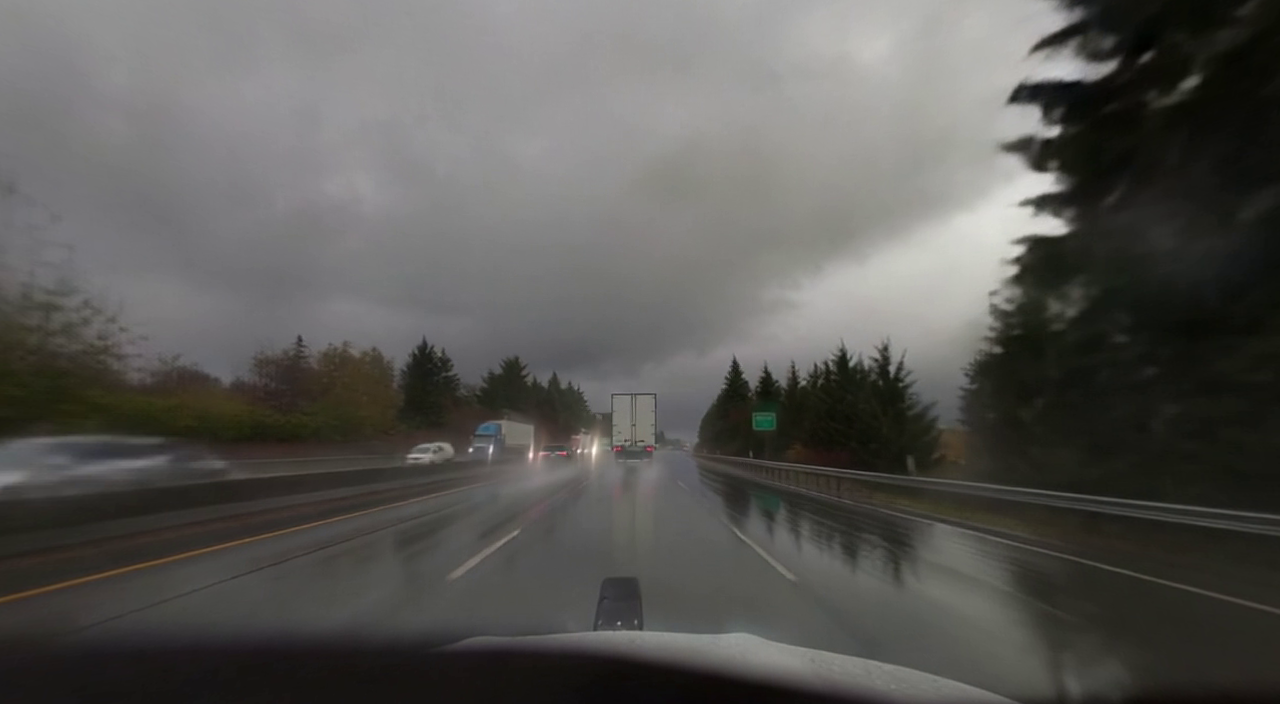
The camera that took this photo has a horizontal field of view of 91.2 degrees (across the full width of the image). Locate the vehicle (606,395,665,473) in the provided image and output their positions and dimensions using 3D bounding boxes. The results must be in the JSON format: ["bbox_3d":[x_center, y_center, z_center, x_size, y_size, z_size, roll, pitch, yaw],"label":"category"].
[{"bbox_3d":[-0.288,5.123,38.448,3.100,4.091,10.664,0,-9,-1],"label":"vehicle"}]

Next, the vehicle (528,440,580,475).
[{"bbox_3d":[-4.331,5.412,32.308,2.112,1.645,4.129,0,-9,0],"label":"vehicle"}]
